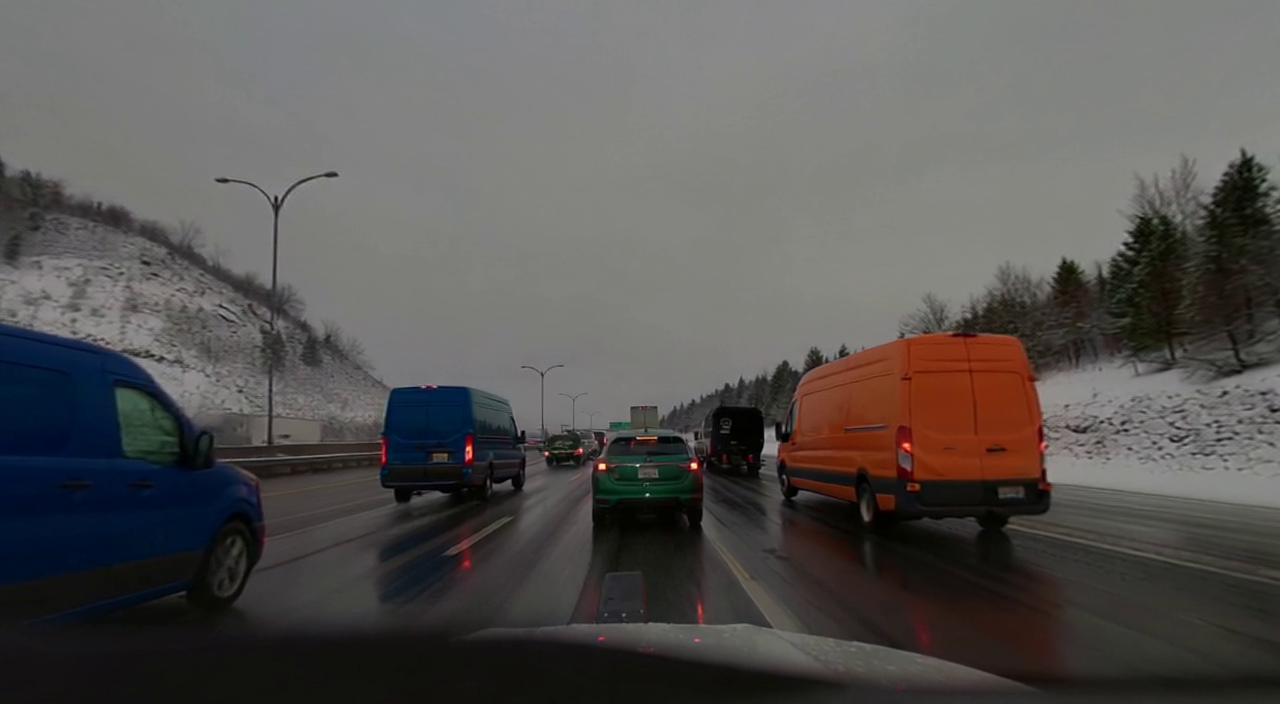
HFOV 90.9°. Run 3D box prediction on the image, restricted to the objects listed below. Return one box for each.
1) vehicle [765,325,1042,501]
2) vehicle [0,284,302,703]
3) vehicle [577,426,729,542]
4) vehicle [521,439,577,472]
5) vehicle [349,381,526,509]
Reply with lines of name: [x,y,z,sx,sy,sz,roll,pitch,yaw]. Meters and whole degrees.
vehicle: [6.914,2.124,19.537,2.977,3.878,11.111,0,-8,-5]
vehicle: [-4.249,0.709,3.013,2.195,2.086,5.445,0,-8,0]
vehicle: [0.132,2.040,10.374,2.003,1.499,3.930,0,-8,-1]
vehicle: [-4.295,4.965,30.470,2.007,1.457,4.447,-1,-8,1]
vehicle: [-4.546,2.264,15.441,2.300,2.522,5.701,-1,-8,1]
